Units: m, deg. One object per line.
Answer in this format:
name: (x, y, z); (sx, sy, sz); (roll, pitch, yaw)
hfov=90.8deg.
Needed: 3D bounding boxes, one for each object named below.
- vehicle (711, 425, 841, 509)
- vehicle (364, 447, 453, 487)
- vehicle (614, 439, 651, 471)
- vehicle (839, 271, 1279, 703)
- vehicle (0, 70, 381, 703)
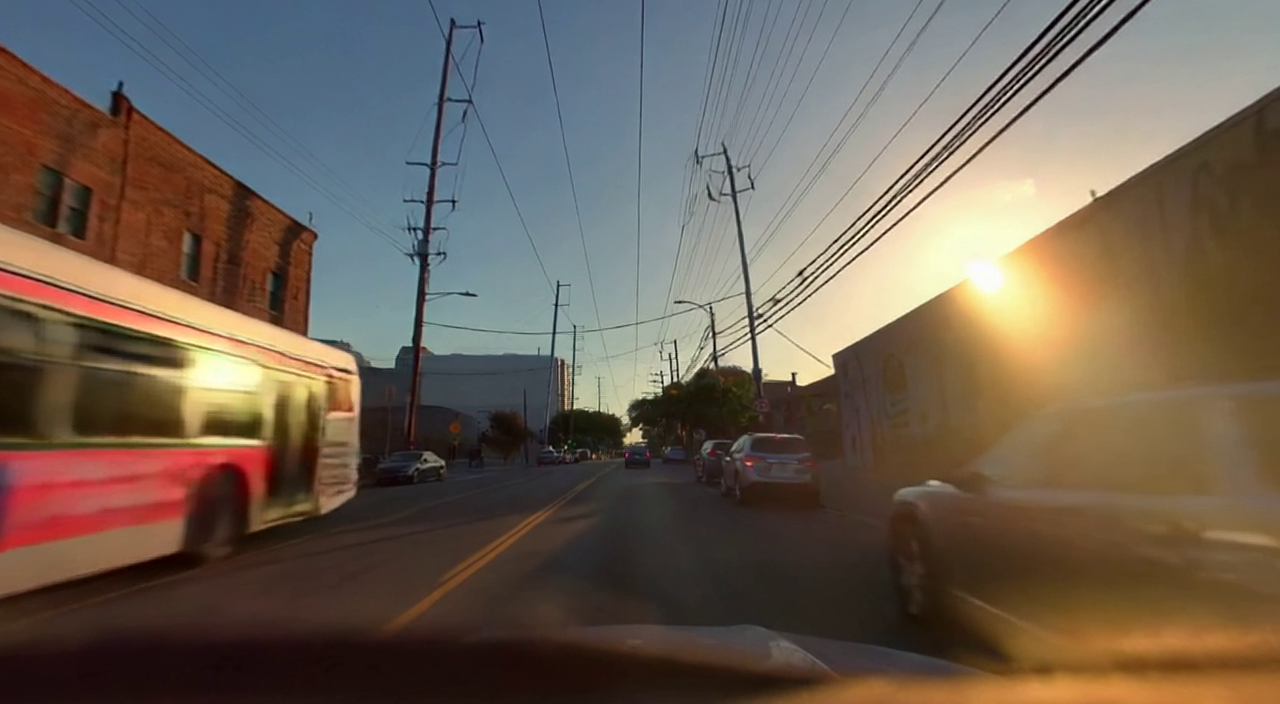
vehicle: (3.169, 2.820, 15.881); (2.102, 1.765, 4.674); (0, -9, -1)
vehicle: (-10.035, 5.046, 27.862); (2.079, 1.550, 4.865); (-1, -10, 0)
vehicle: (-0.457, 6.313, 38.797); (2.190, 1.783, 4.048); (0, -9, 0)
vehicle: (3.065, 0.918, 3.450); (2.230, 1.855, 4.922); (0, -9, -1)
vehicle: (-4.989, 0.258, 3.317); (3.297, 3.342, 12.875); (1, -9, -7)
